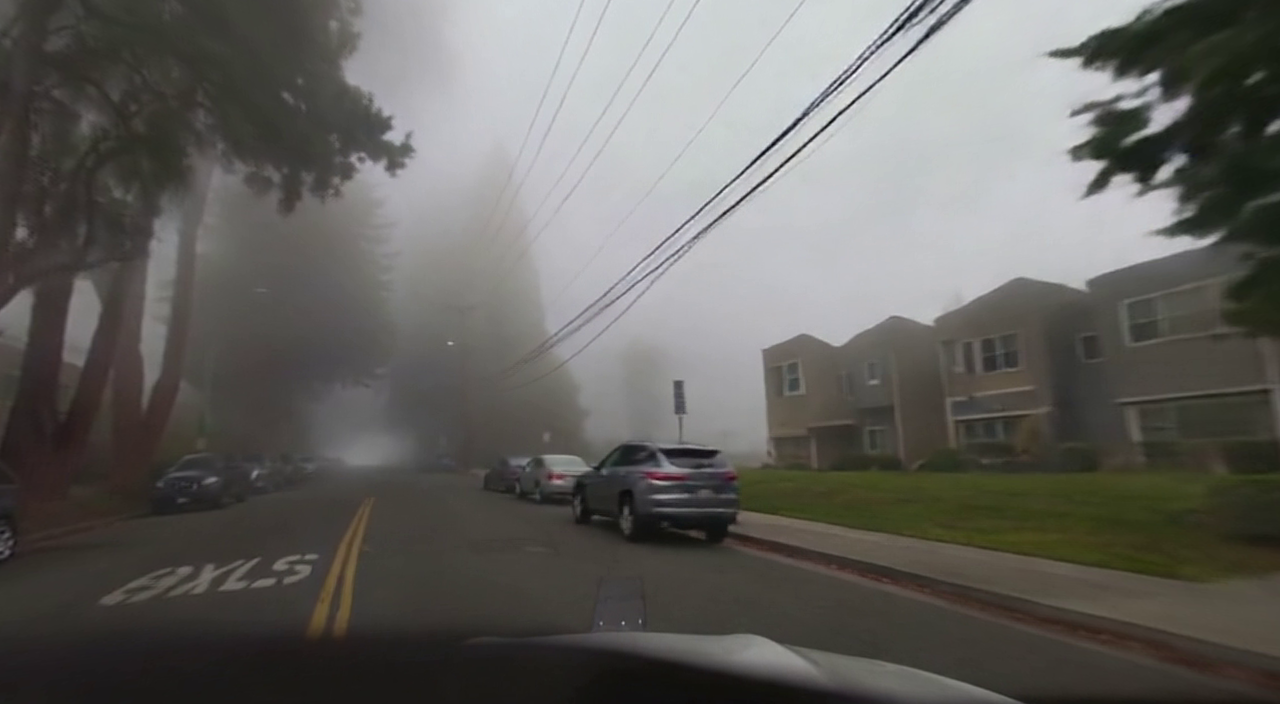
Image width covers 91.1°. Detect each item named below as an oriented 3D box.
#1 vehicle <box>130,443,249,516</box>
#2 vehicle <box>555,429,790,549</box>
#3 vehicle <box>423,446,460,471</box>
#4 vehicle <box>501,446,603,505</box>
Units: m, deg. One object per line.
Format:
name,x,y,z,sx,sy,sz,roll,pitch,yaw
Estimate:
vehicle,-14.434,4.008,20.465,2.056,1.876,4.824,1,-7,-22
vehicle,0.246,2.317,11.489,2.272,1.626,5.170,5,-9,-22
vehicle,-15.517,8.347,48.962,2.328,1.730,4.225,3,-12,-22
vehicle,-2.784,3.579,18.813,1.868,1.494,4.652,3,-9,-22
